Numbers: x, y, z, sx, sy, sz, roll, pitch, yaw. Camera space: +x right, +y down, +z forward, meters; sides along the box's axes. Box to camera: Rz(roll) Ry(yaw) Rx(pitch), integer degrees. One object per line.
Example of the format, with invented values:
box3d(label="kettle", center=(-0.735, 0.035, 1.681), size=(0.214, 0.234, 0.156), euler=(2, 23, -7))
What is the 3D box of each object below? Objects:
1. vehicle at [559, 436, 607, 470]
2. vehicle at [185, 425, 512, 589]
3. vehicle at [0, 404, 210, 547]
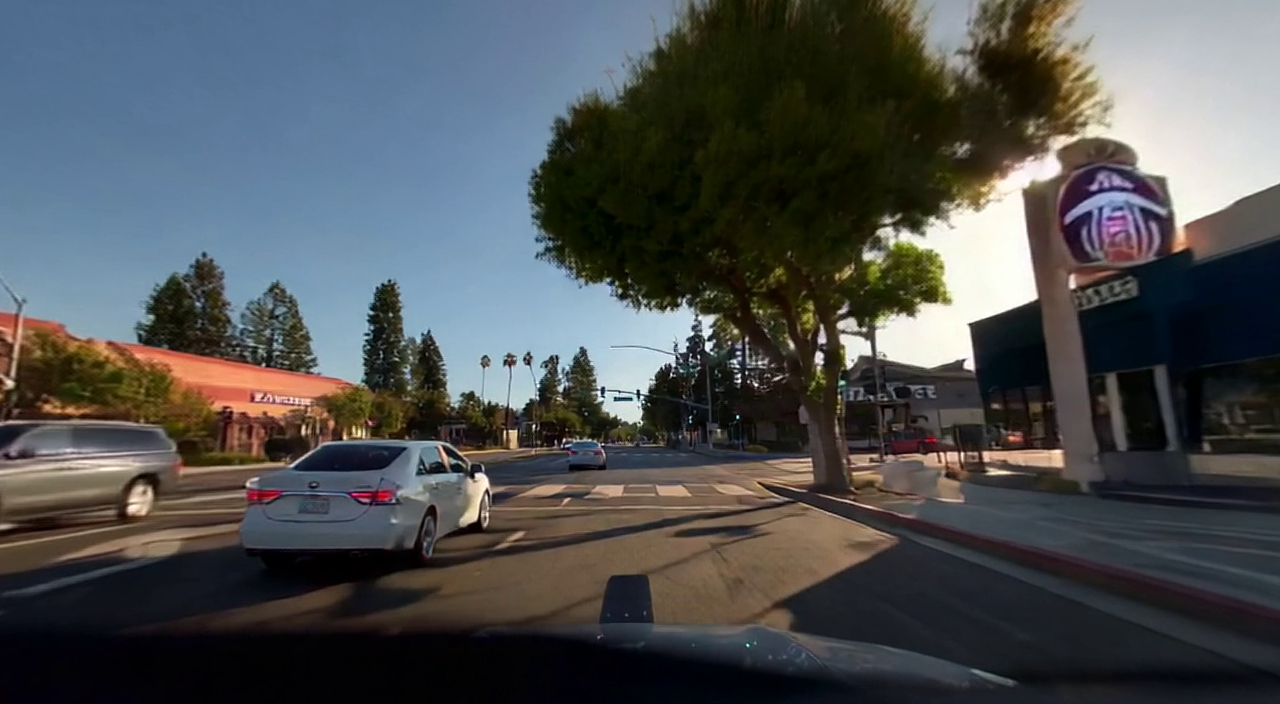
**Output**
box3d(label="vehicle", center=(-2.959, 5.393, 33.719), size=(2.109, 1.692, 4.220), euler=(0, -8, 1))
box3d(label="vehicle", center=(-3.123, 1.746, 8.028), size=(2.018, 1.477, 4.401), euler=(0, -8, 1))
box3d(label="vehicle", center=(-9.627, 1.904, 10.091), size=(2.030, 1.906, 4.661), euler=(0, -8, 2))
